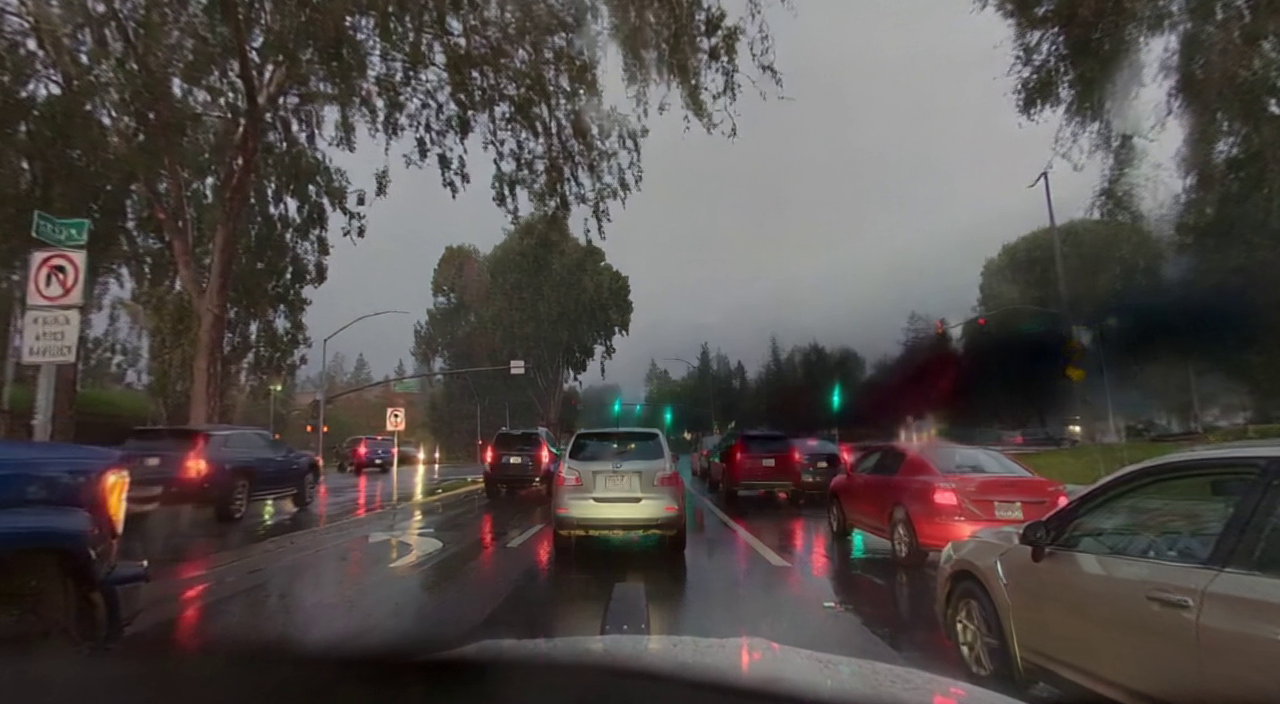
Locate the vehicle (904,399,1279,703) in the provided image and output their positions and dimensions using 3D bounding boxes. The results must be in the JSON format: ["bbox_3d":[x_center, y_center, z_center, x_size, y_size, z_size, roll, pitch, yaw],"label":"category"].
[{"bbox_3d":[3.015,0.966,2.522,1.874,1.477,4.698,0,-8,0],"label":"vehicle"}]

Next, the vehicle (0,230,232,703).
[{"bbox_3d":[-3.475,0.349,0.306,2.656,2.021,5.800,0,-8,0],"label":"vehicle"}]

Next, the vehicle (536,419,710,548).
[{"bbox_3d":[-0.222,1.937,9.879,2.194,1.607,3.690,0,-8,0],"label":"vehicle"}]

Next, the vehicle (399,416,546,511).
[{"bbox_3d":[-3.628,2.522,14.668,2.089,1.857,4.488,0,-8,1],"label":"vehicle"}]

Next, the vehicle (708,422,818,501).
[{"bbox_3d":[3.168,2.939,17.307,2.102,1.841,4.587,0,-8,0],"label":"vehicle"}]

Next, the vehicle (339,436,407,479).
[{"bbox_3d":[-12.491,4.844,29.305,2.088,1.787,4.728,5,-10,-31],"label":"vehicle"}]
